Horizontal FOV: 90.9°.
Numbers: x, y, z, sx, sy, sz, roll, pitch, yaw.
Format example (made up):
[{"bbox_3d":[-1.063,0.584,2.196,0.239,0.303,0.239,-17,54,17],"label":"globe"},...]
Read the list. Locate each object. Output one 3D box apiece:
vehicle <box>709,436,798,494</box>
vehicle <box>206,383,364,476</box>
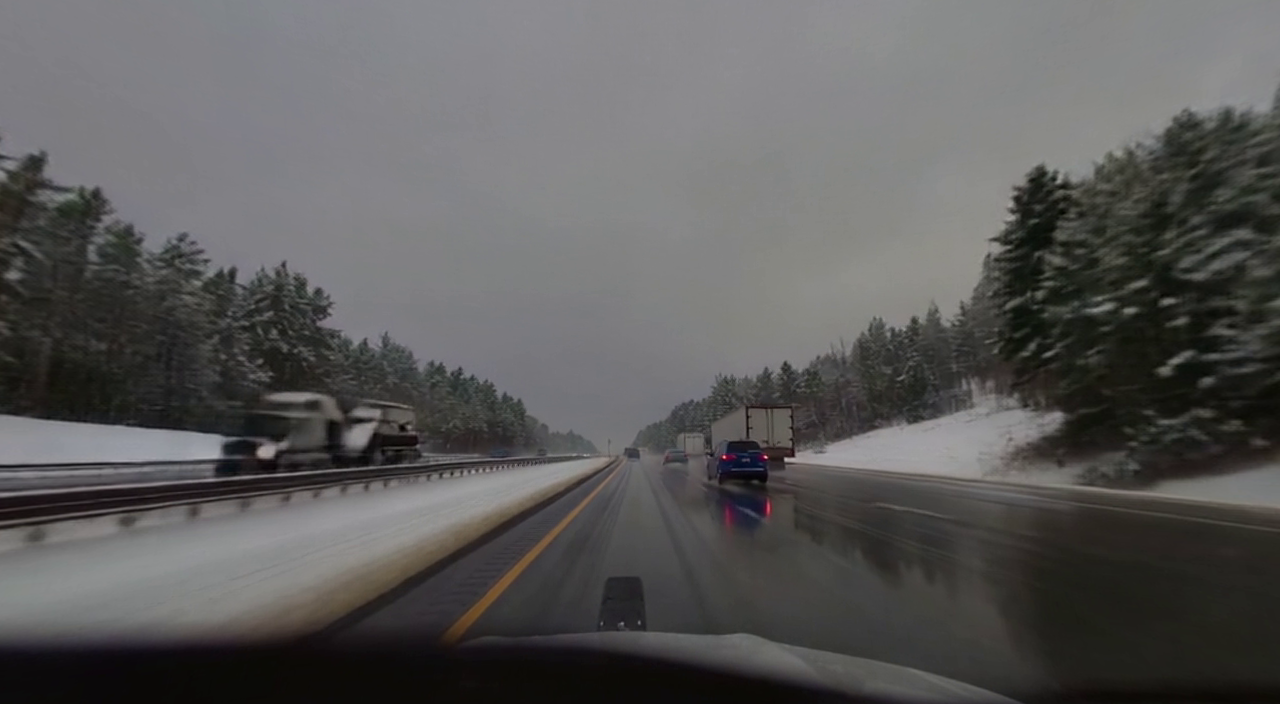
[{"bbox_3d":[3.547,3.612,20.445,2.022,1.658,4.132,0,-9,-1],"label":"vehicle"},{"bbox_3d":[-15.772,3.624,28.740,3.199,3.740,6.535,0,-9,0],"label":"vehicle"}]
